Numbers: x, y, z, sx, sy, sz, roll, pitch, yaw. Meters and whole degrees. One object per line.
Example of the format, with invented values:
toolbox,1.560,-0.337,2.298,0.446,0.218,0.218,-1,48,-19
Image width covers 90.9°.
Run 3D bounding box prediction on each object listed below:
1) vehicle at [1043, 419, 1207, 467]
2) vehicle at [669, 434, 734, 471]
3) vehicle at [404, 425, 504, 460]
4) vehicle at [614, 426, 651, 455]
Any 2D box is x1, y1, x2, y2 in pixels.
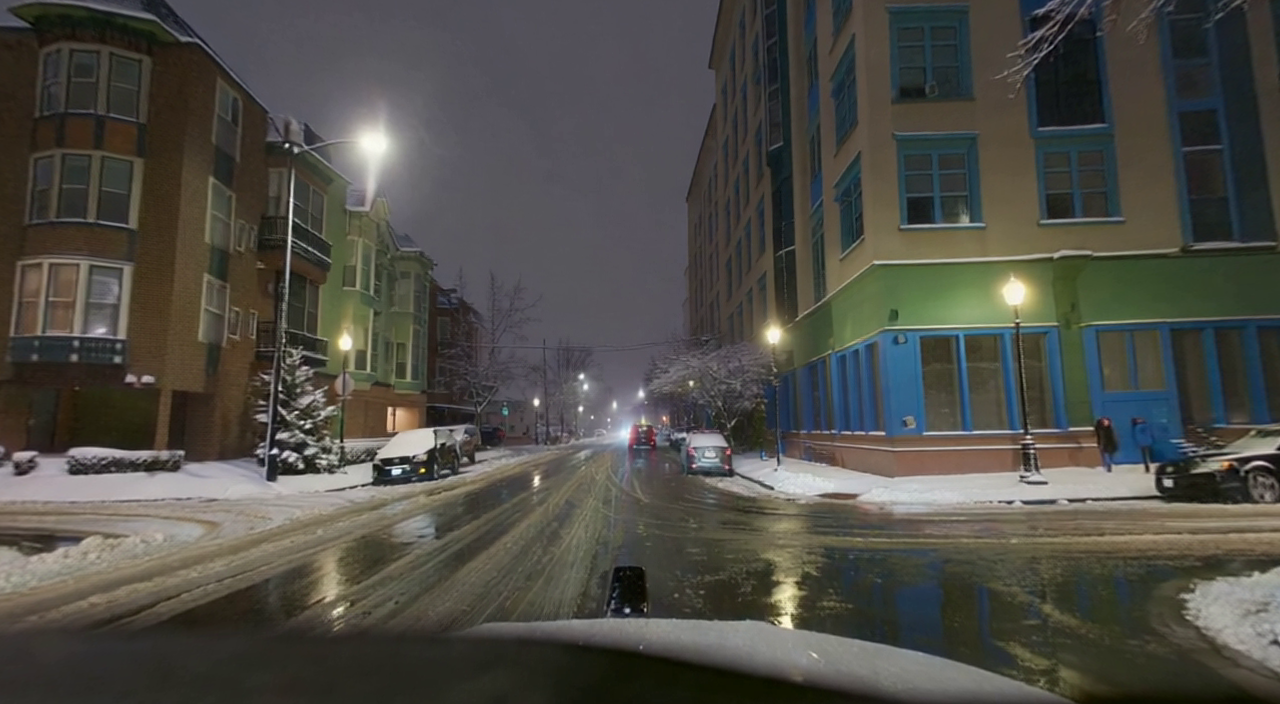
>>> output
vehicle,15.370,2.915,20.144,3.752,1.453,1.709,0,-9,2
vehicle,2.507,4.297,27.051,2.290,1.456,4.503,0,-8,-1
vehicle,-11.443,5.589,38.872,5.540,1.950,2.113,4,-12,-28
vehicle,-0.476,6.110,43.286,2.412,1.834,4.636,0,-8,0
